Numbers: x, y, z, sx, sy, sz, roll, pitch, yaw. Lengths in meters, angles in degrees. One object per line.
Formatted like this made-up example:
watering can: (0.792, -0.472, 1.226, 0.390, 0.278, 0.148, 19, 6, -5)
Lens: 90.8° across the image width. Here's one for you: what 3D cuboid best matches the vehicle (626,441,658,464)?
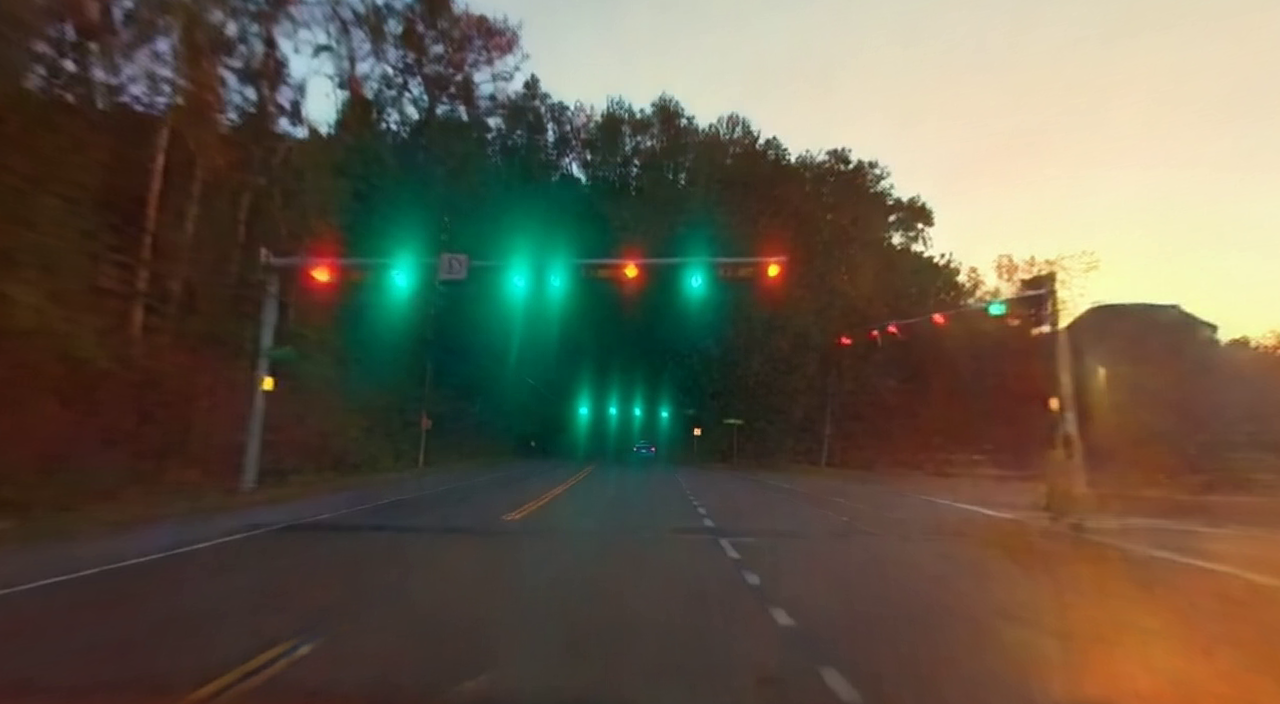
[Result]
vehicle: (0.183, 6.933, 43.801, 2.042, 1.489, 3.963, 0, -8, 2)
